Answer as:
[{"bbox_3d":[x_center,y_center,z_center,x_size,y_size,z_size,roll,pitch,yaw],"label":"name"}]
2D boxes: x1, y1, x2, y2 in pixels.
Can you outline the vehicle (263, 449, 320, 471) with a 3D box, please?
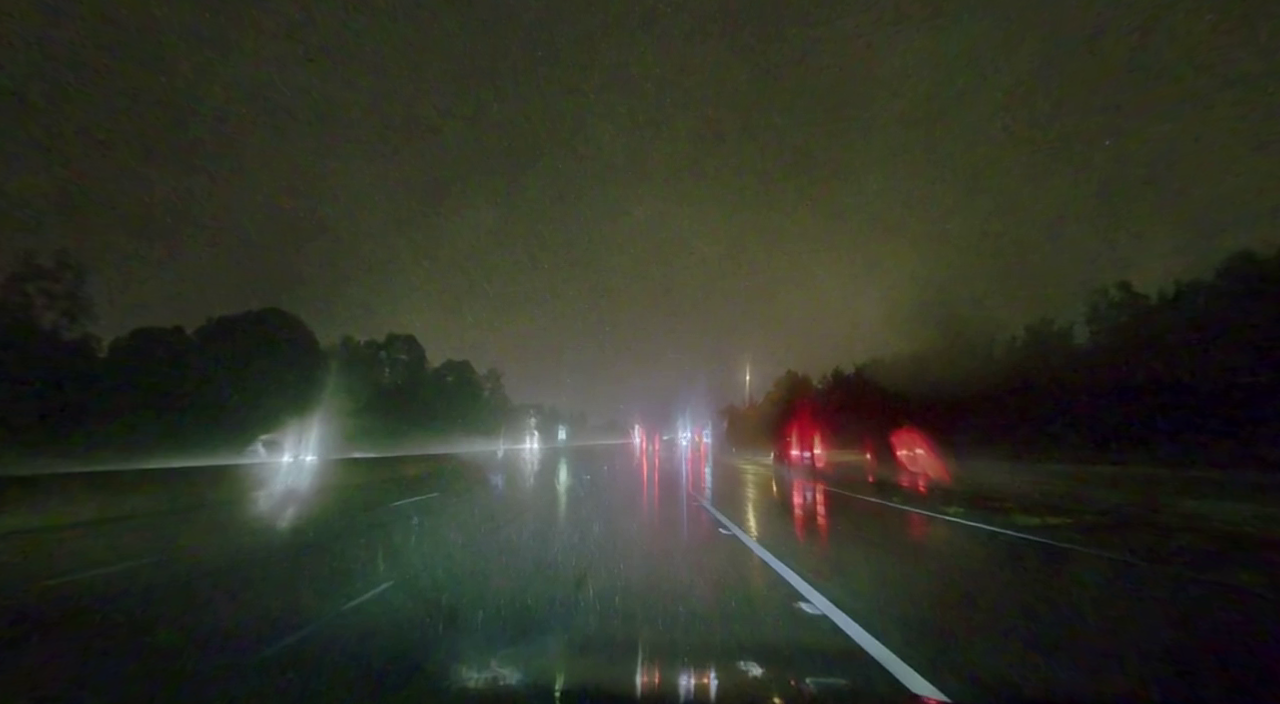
[{"bbox_3d":[-25.572,7.916,46.253,1.840,1.461,3.823,-1,-9,2],"label":"vehicle"}]
